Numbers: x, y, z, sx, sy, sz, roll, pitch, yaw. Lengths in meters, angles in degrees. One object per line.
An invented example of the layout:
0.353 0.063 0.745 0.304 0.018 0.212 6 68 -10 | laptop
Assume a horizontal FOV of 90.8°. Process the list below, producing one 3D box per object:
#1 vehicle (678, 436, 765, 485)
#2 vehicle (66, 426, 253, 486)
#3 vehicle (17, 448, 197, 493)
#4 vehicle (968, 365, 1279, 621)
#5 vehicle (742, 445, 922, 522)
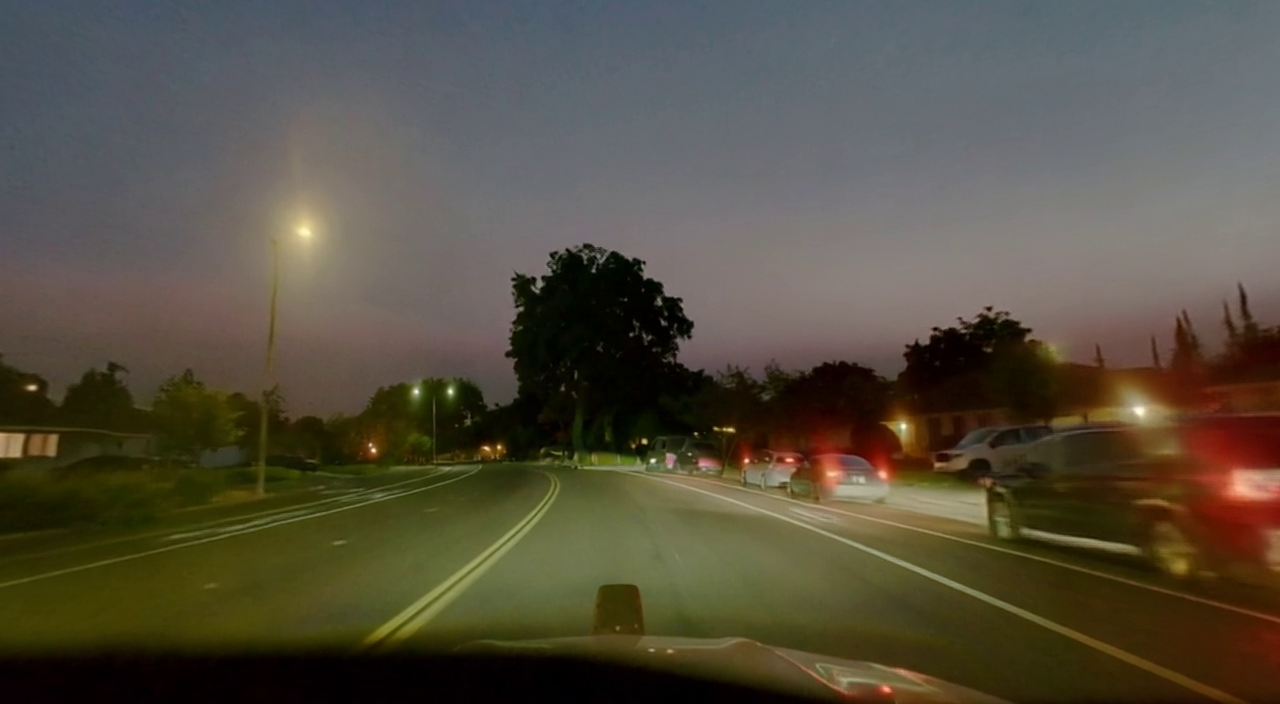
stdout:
3.798 5.281 31.204 2.670 2.085 6.775 1 -9 -7 | vehicle
-20.146 4.402 26.845 5.680 2.354 2.326 2 -10 -13 | vehicle
-19.168 4.253 22.969 4.502 1.511 1.939 2 -9 -12 | vehicle
6.421 1.501 7.441 2.305 2.111 4.965 0 -9 -1 | vehicle
4.882 3.394 17.133 2.713 1.671 4.939 1 -8 -9 | vehicle
